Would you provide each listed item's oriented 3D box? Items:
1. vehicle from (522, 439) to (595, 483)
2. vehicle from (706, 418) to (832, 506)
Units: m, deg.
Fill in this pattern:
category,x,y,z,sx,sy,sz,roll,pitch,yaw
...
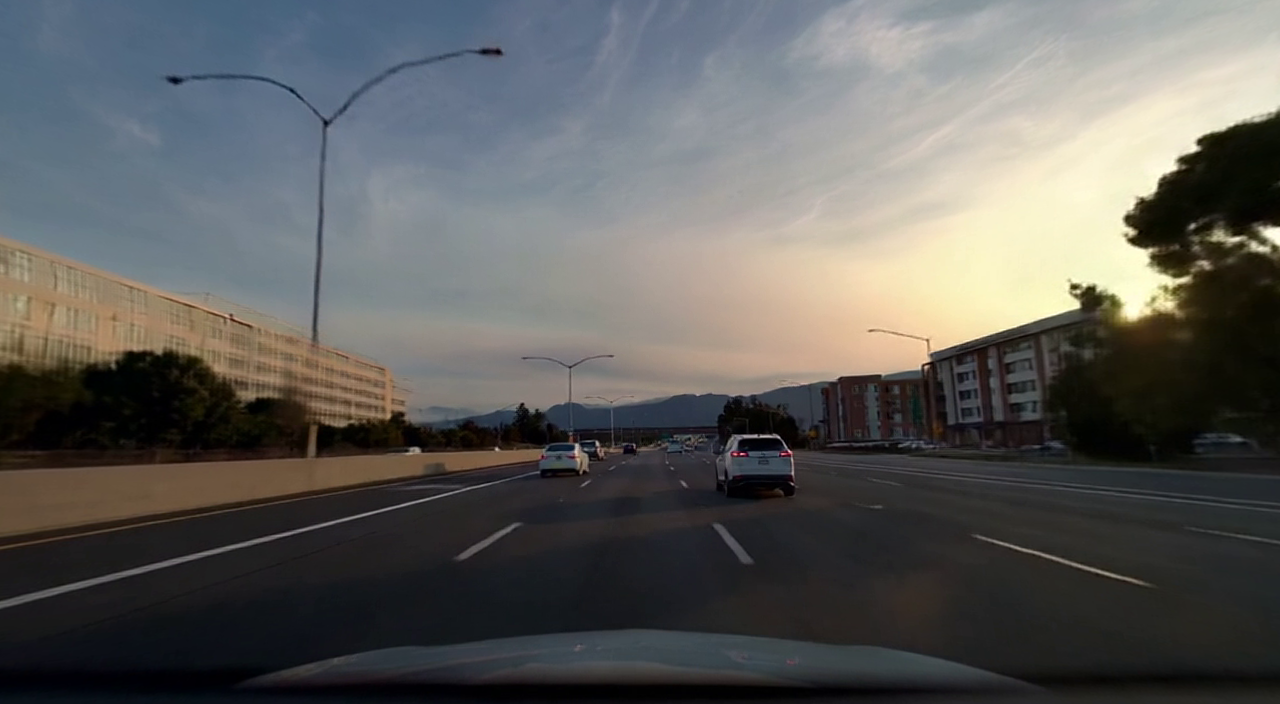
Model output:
category,x,y,z,sx,sy,sz,roll,pitch,yaw
vehicle,-3.073,4.240,24.879,2.080,1.542,4.718,-1,-8,2
vehicle,3.025,2.713,15.979,2.148,1.852,4.835,0,-8,0
